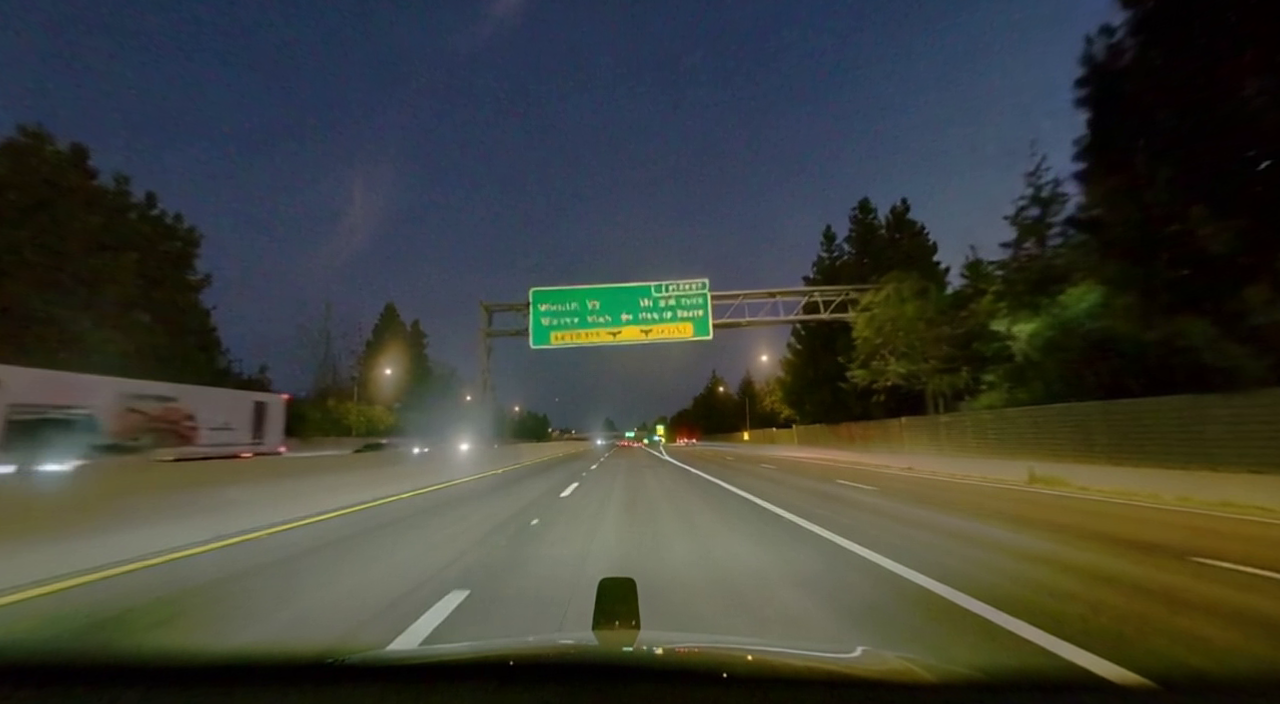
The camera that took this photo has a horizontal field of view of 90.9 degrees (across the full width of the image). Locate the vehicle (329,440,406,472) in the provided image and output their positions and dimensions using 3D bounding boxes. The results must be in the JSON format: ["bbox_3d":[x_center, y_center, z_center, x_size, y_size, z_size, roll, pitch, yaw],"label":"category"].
[{"bbox_3d":[-13.327,5.098,31.123,1.907,1.415,4.576,0,-8,-2],"label":"vehicle"}]

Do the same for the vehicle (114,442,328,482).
[{"bbox_3d":[-17.453,4.648,27.575,2.796,1.314,10.381,0,-8,-3],"label":"vehicle"}]

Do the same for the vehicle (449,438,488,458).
[{"bbox_3d":[-13.428,7.514,49.466,1.954,1.492,4.196,0,-8,-1],"label":"vehicle"}]

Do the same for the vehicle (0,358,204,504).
[{"bbox_3d":[-17.134,2.122,16.824,2.975,3.541,11.755,0,-8,-2],"label":"vehicle"}]
